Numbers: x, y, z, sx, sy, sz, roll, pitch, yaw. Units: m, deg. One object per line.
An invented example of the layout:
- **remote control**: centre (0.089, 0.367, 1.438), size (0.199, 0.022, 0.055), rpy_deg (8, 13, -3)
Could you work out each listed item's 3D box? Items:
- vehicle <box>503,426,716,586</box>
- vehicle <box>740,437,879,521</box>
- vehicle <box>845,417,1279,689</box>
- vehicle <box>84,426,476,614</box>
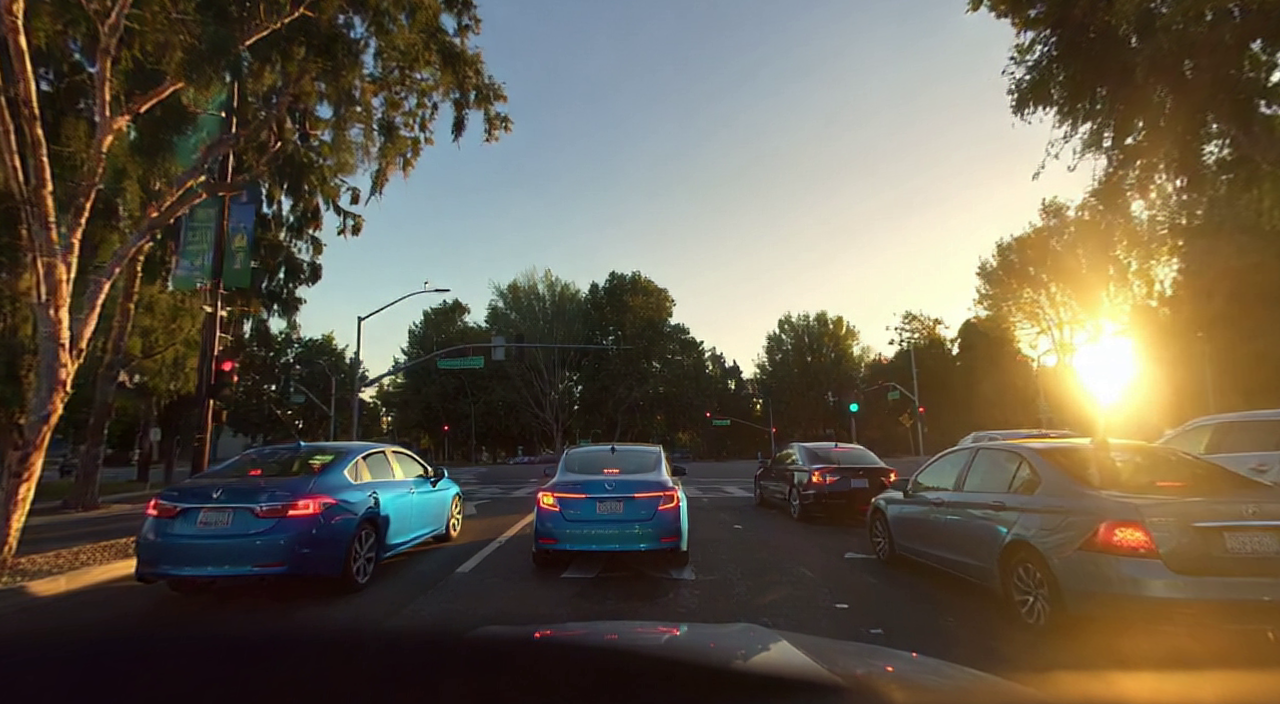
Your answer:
- **vehicle**: centre (-0.311, 1.722, 7.818), size (1.994, 1.479, 3.647), rpy_deg (0, -9, -1)
- **vehicle**: centre (3.399, 2.611, 13.486), size (1.852, 1.498, 3.825), rpy_deg (0, -9, 0)
- **vehicle**: centre (3.597, 1.437, 5.754), size (1.953, 1.471, 4.470), rpy_deg (0, -9, 0)
- **vehicle**: centre (-3.370, 1.631, 7.082), size (1.929, 1.457, 4.136), rpy_deg (0, -9, 0)
